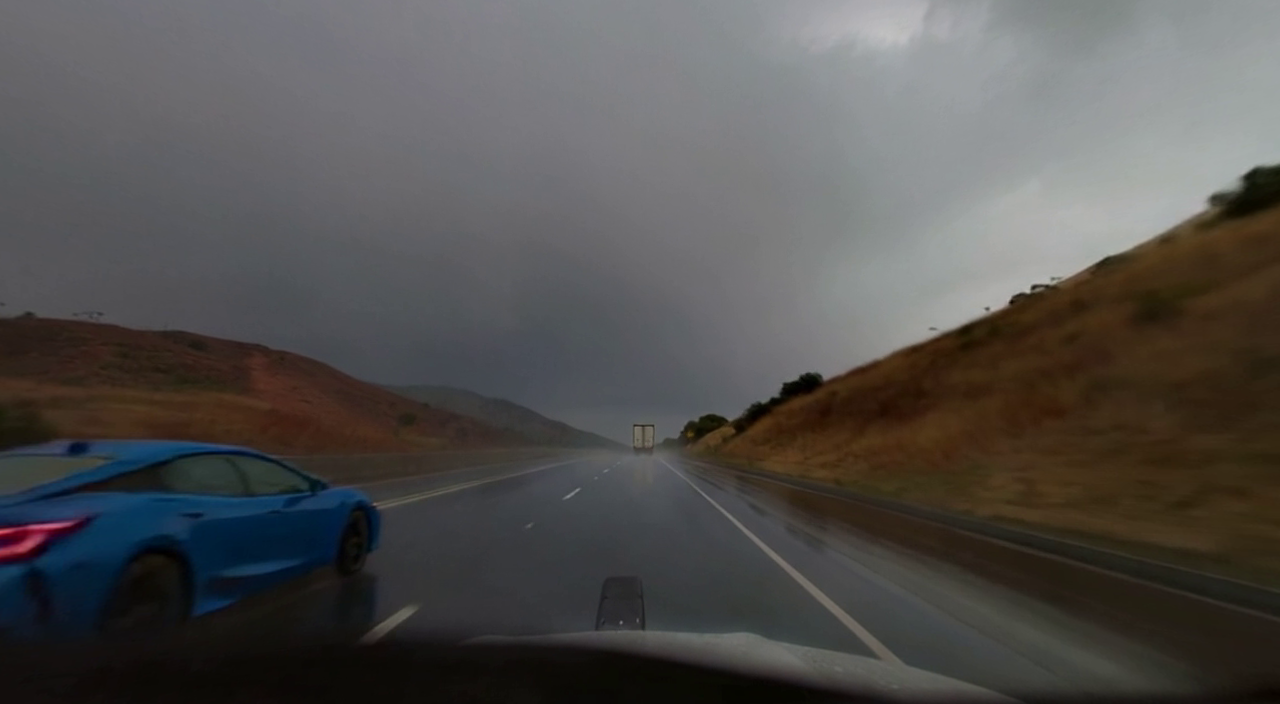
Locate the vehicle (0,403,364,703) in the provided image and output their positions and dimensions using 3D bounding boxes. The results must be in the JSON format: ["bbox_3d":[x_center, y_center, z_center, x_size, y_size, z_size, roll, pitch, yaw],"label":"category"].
[{"bbox_3d":[-3.919,1.214,4.051,2.038,1.596,4.769,0,-8,1],"label":"vehicle"}]
